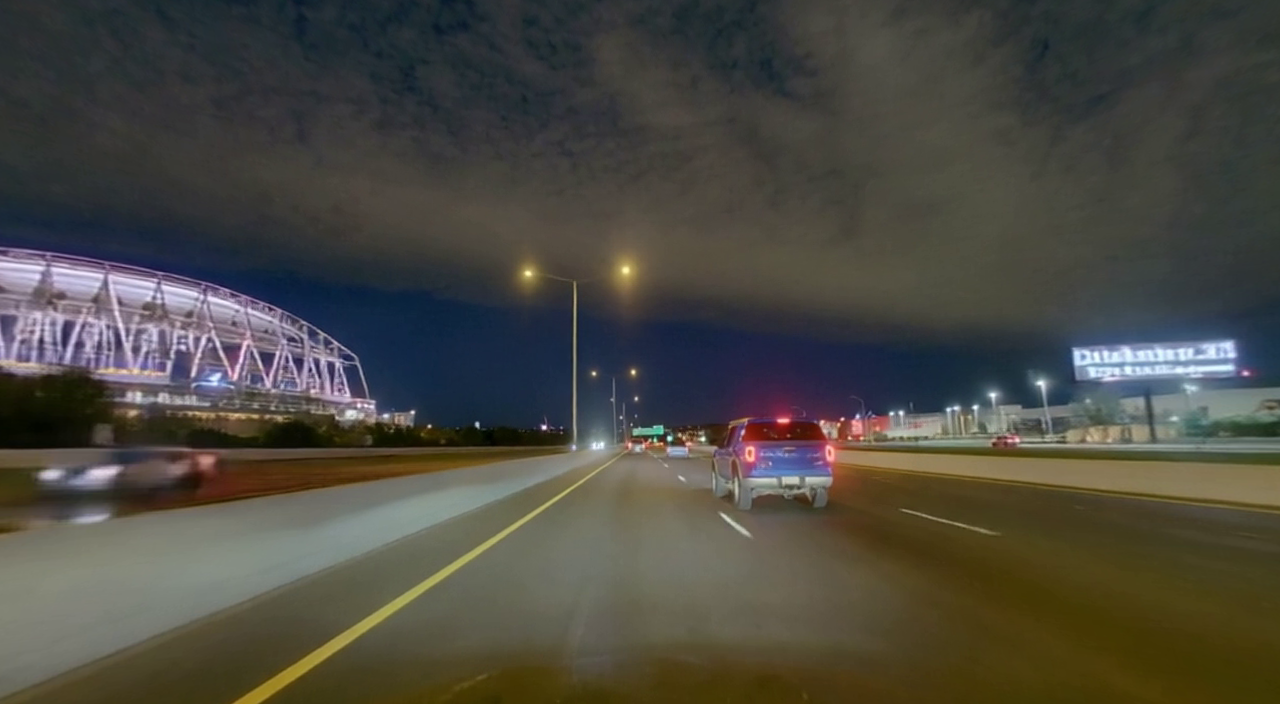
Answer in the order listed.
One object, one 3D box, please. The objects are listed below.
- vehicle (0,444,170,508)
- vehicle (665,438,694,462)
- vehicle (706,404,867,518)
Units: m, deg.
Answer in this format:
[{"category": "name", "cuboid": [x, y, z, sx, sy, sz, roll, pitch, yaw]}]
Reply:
[{"category": "vehicle", "cuboid": [-18.149, 3.903, 20.488, 2.021, 1.773, 4.909, 0, -8, 0]}, {"category": "vehicle", "cuboid": [2.993, 7.580, 49.145, 1.973, 1.774, 4.092, 0, -8, 0]}, {"category": "vehicle", "cuboid": [2.859, 2.294, 13.745, 2.199, 2.002, 4.970, 0, -8, -1]}]
